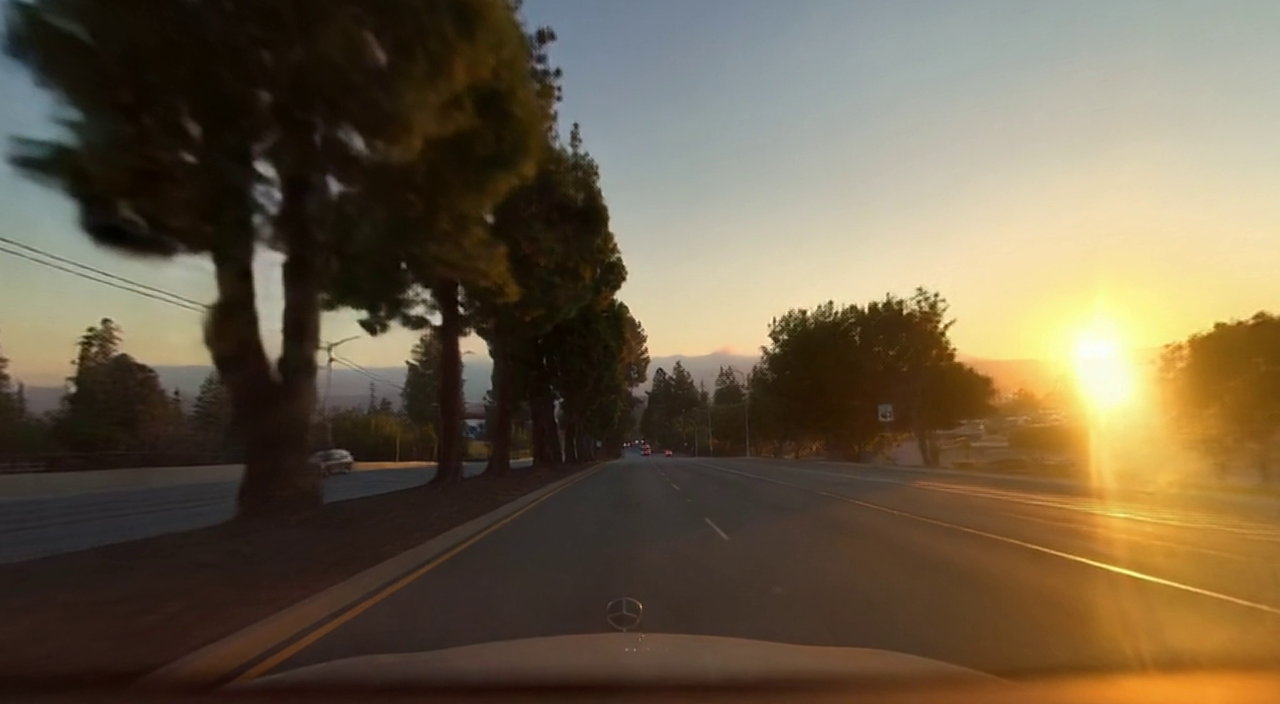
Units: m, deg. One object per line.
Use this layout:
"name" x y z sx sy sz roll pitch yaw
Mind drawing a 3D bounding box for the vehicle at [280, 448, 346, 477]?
"vehicle" -19.849 6.683 38.515 1.896 1.623 4.124 0 -8 -2
